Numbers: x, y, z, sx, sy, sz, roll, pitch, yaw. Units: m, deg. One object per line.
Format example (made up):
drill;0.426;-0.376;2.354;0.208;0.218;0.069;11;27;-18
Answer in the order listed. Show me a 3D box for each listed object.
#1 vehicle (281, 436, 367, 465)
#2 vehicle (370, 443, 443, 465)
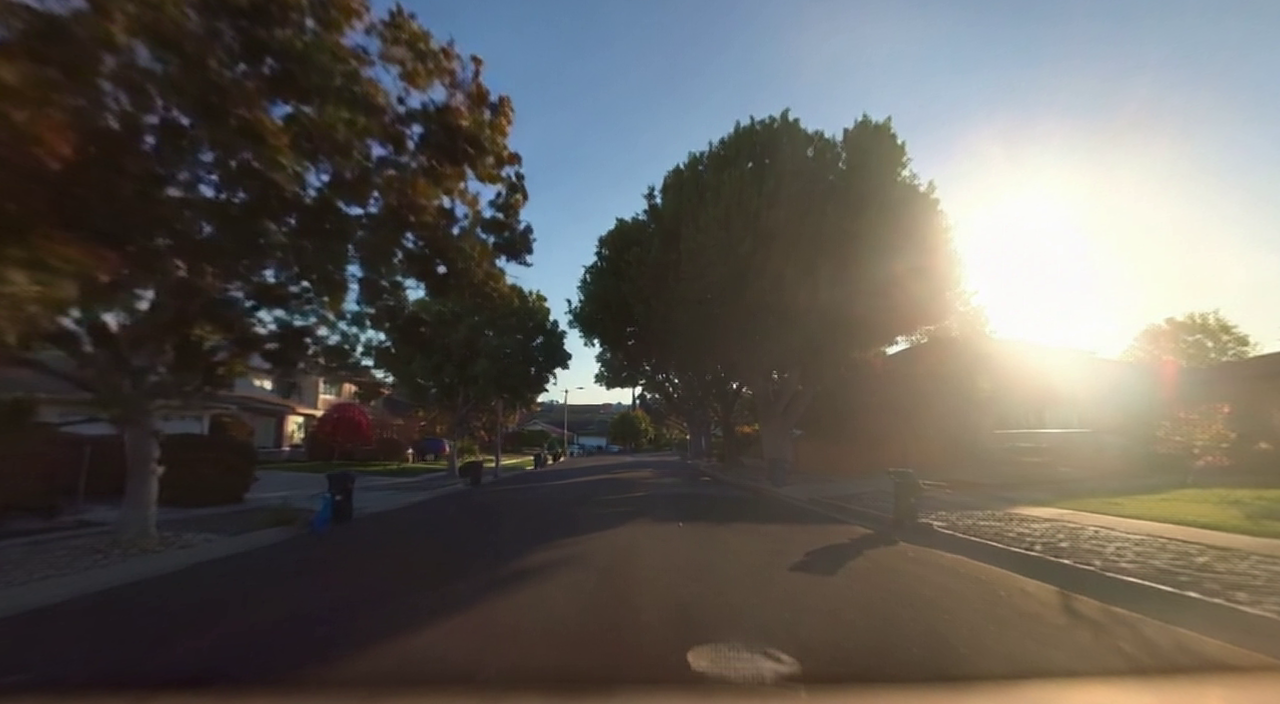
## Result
vehicle;-20.147;6.308;40.425;4.359;1.789;2.123;0;-10;-1
vehicle;-16.567;7.270;44.956;4.307;1.508;2.072;0;-10;0
